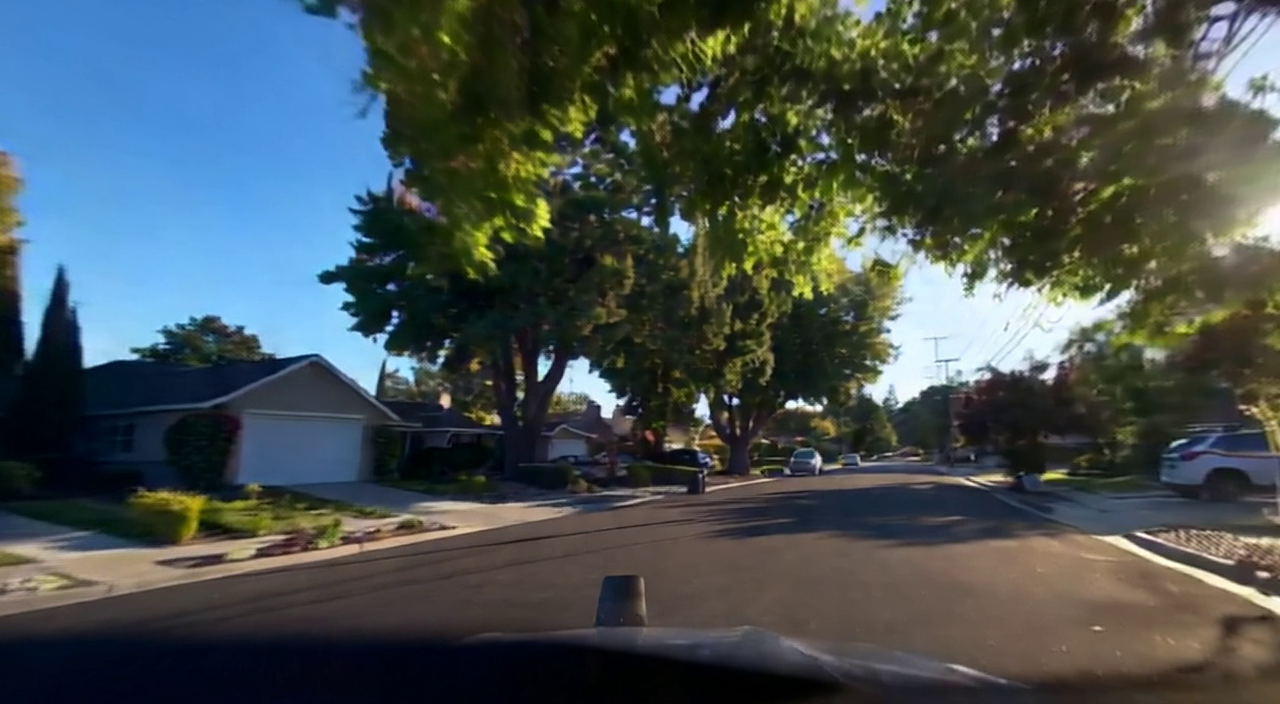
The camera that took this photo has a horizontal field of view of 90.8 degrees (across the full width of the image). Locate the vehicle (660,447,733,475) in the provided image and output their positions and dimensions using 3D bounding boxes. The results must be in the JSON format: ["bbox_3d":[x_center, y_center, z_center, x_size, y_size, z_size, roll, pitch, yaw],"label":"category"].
[{"bbox_3d":[4.193,8.083,47.187,5.033,1.997,2.126,-3,-9,20],"label":"vehicle"}]

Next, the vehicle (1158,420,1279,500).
[{"bbox_3d":[16.840,2.656,15.595,5.693,1.886,2.235,-4,-9,23],"label":"vehicle"}]
